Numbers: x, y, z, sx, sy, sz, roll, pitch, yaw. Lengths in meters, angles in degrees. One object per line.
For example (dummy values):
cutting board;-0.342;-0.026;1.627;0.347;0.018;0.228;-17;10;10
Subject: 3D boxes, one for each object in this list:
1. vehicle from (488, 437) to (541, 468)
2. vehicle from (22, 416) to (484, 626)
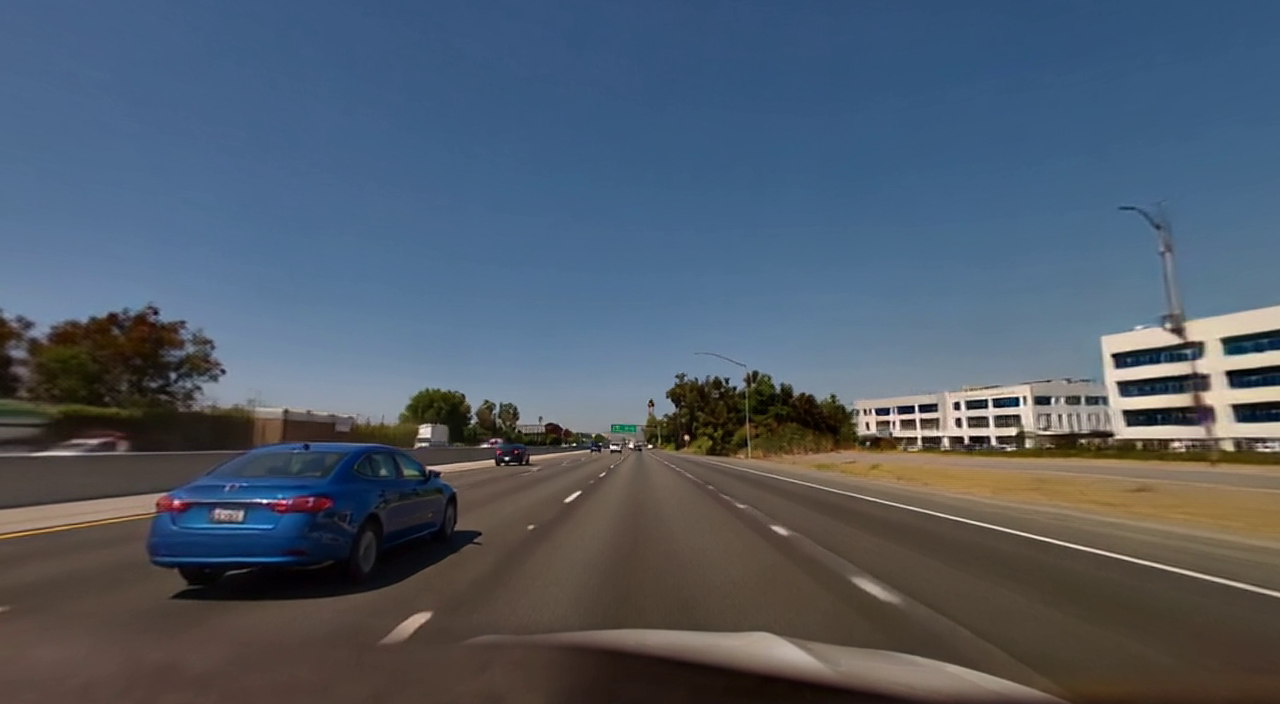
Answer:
vehicle;-7.256;5.852;36.826;2.118;1.675;4.395;0;-8;1
vehicle;-3.562;1.650;7.311;2.144;1.565;4.951;0;-8;1
